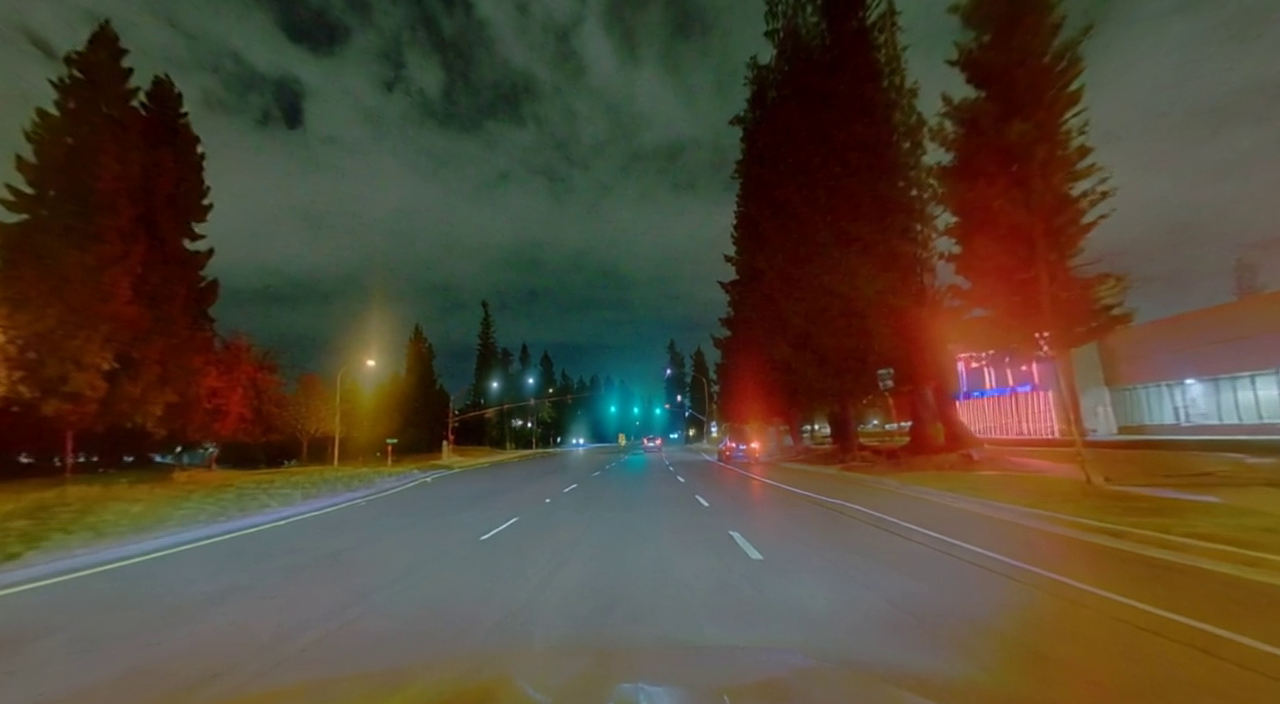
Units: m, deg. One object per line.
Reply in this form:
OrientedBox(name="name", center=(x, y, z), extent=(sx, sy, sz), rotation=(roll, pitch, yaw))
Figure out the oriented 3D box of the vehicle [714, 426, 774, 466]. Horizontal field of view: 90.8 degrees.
OrientedBox(name="vehicle", center=(5.748, 5.305, 35.726), extent=(2.476, 2.016, 5.586), rotation=(0, -8, 1))
